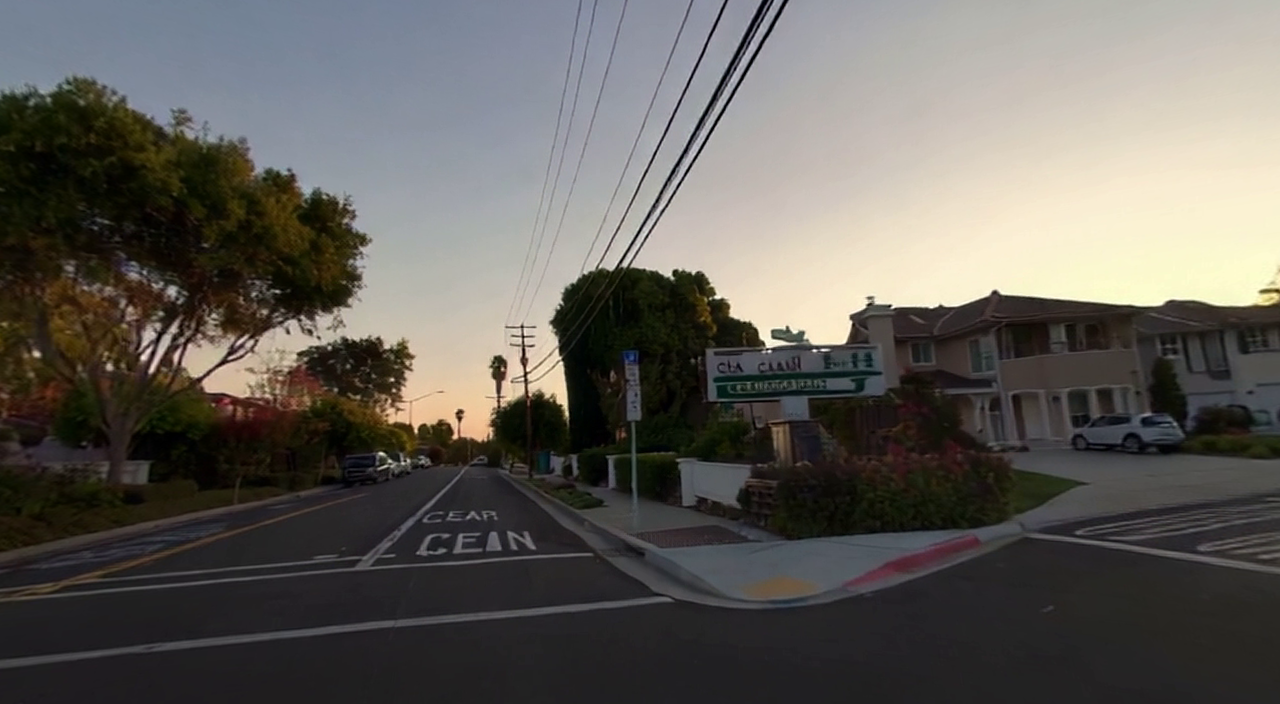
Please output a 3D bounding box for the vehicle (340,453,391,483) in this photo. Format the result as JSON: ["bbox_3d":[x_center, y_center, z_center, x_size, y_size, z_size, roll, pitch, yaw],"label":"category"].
[{"bbox_3d":[-17.858,7.540,41.343,2.203,1.787,4.704,2,-9,-14],"label":"vehicle"}]
